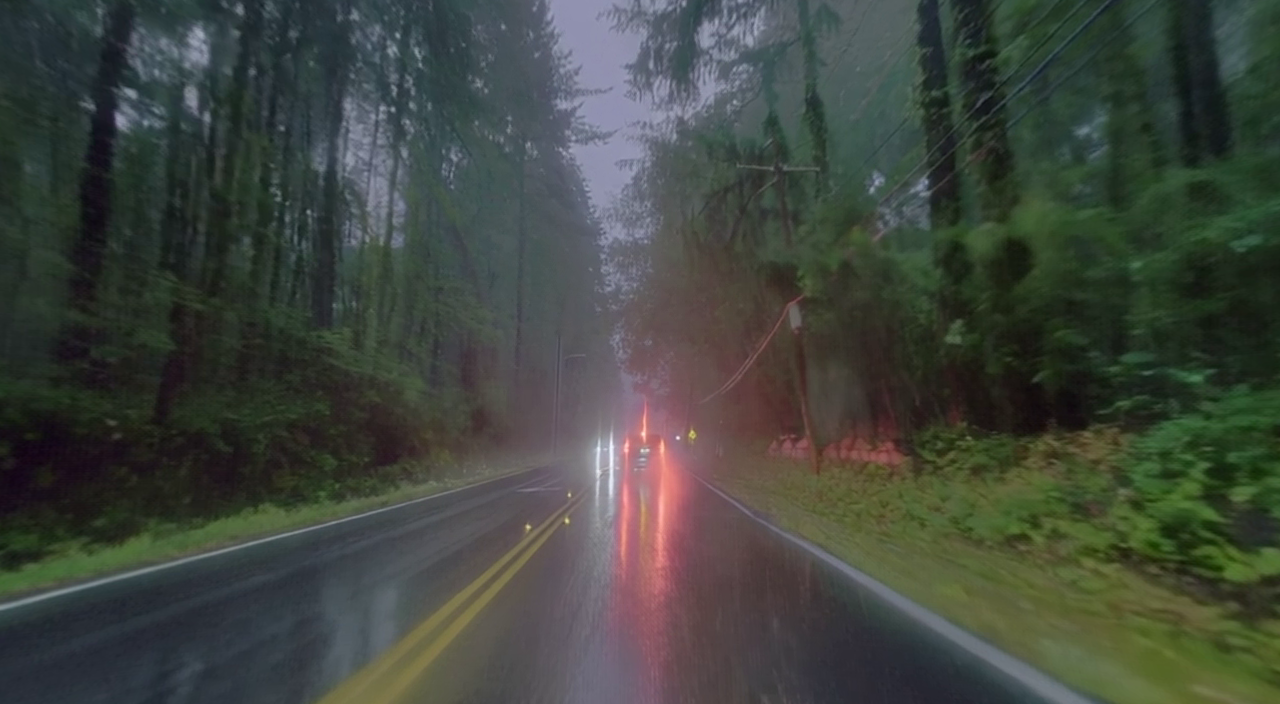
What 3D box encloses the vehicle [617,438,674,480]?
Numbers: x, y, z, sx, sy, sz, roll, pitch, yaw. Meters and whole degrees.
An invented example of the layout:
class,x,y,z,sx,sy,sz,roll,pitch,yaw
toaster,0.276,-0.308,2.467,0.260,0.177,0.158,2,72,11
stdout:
class,x,y,z,sx,sy,sz,roll,pitch,yaw
vehicle,0.162,4.177,24.889,2.081,1.503,3.726,0,-8,-1
